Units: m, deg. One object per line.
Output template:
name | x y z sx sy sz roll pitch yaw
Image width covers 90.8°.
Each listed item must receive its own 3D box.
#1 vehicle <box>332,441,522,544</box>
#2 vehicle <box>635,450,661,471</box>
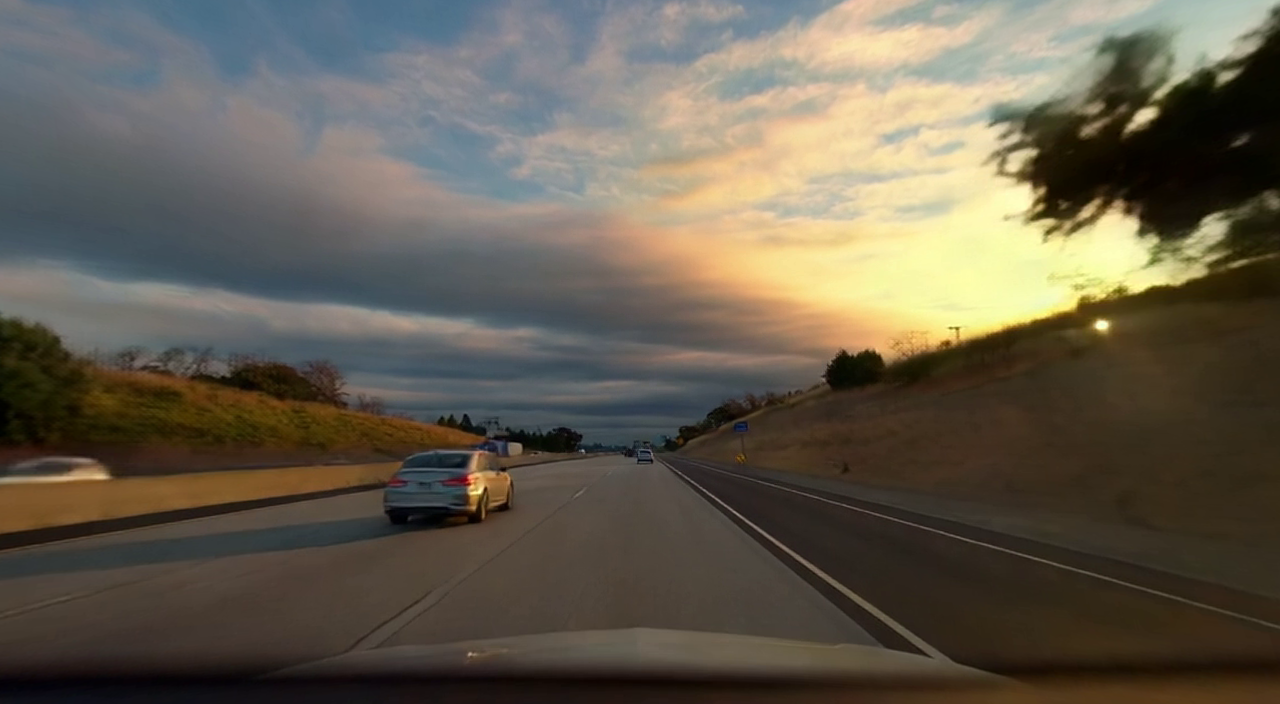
vehicle | -3.518 2.392 11.376 1.978 1.498 4.080 0 -9 0
vehicle | 0.585 8.333 48.703 1.908 1.515 3.871 0 -9 0
